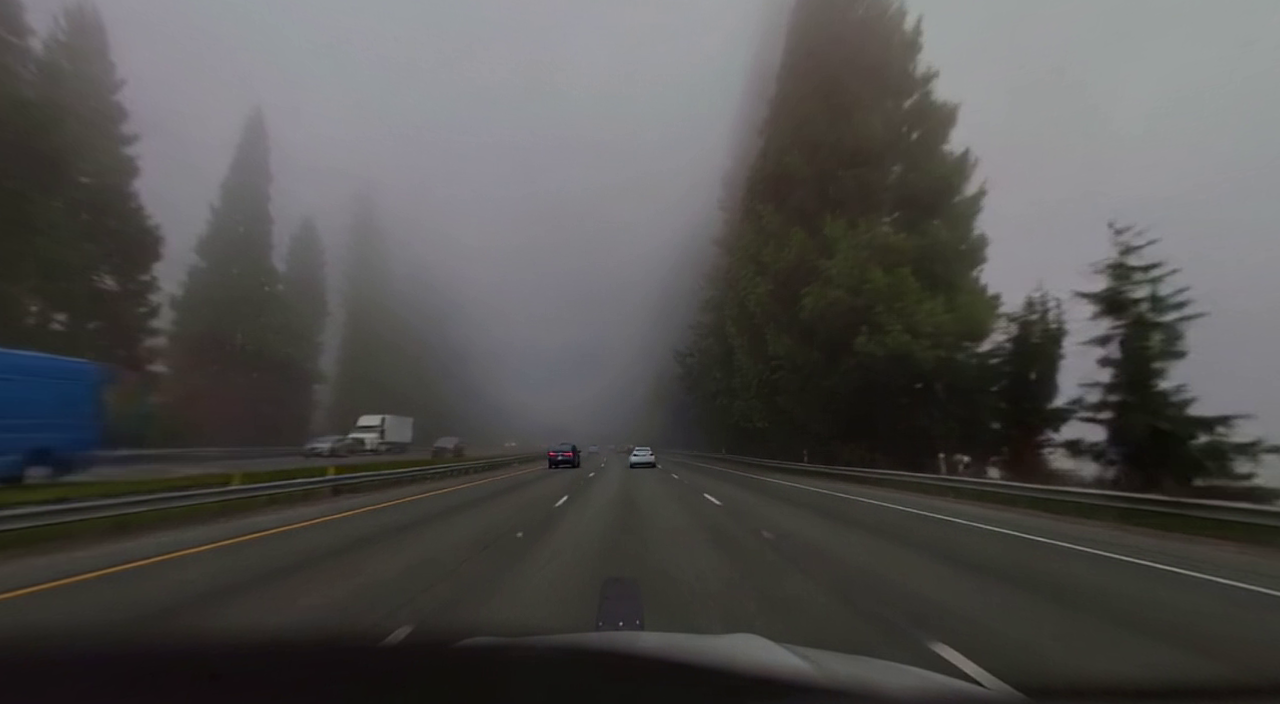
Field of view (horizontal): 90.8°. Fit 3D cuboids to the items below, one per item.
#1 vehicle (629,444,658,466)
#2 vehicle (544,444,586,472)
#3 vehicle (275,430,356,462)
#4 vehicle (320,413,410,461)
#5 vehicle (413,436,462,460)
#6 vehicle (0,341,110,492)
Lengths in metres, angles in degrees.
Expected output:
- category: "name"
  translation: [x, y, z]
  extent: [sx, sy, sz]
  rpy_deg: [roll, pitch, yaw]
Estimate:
- category: "vehicle"
  translation: [0.202, 7.626, 46.832]
  extent: [2.008, 1.499, 3.192]
  rpy_deg: [0, -9, -2]
- category: "vehicle"
  translation: [-4.395, 6.252, 37.487]
  extent: [2.054, 1.500, 4.469]
  rpy_deg: [0, -9, -1]
- category: "vehicle"
  translation: [-17.331, 5.052, 33.974]
  extent: [2.017, 1.604, 4.530]
  rpy_deg: [0, -9, -1]
- category: "vehicle"
  translation: [-17.586, 5.569, 40.884]
  extent: [2.719, 2.778, 7.156]
  rpy_deg: [0, -9, -1]
- category: "vehicle"
  translation: [-13.317, 6.380, 41.778]
  extent: [1.967, 1.497, 3.979]
  rpy_deg: [0, -9, -1]
- category: "vehicle"
  translation: [-12.984, 1.008, 10.415]
  extent: [2.316, 2.749, 7.020]
  rpy_deg: [0, -9, 0]
